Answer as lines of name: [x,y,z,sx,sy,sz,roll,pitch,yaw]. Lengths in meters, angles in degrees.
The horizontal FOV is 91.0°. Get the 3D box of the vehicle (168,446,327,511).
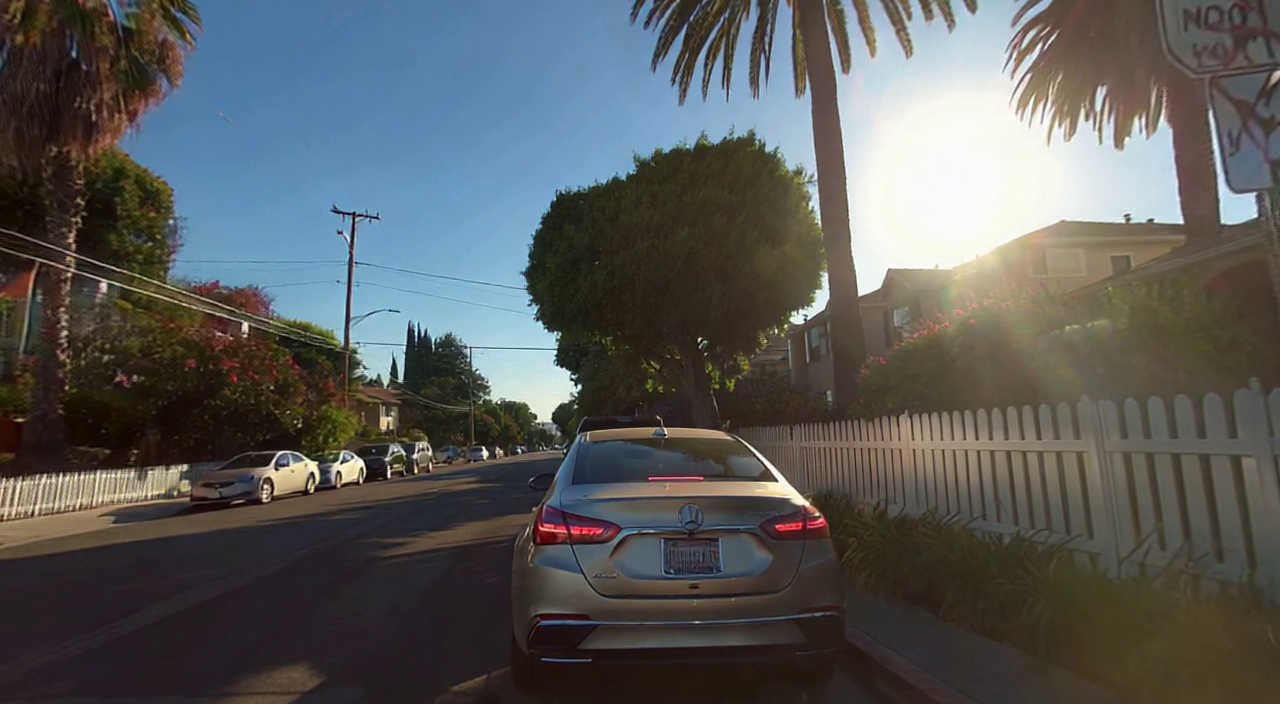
vehicle: [-11.384,3.648,18.804,2.017,1.627,5.039,1,-8,-7]

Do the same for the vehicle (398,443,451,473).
vehicle: [-13.132,6.461,38.685,2.060,1.689,4.999,1,-8,-7]

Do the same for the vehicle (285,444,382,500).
vehicle: [-12.131,4.703,25.284,2.048,1.485,4.757,-4,-4,-8]

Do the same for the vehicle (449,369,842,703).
vehicle: [-0.131,1.211,4.995,1.894,1.695,3.795,1,-8,-6]
